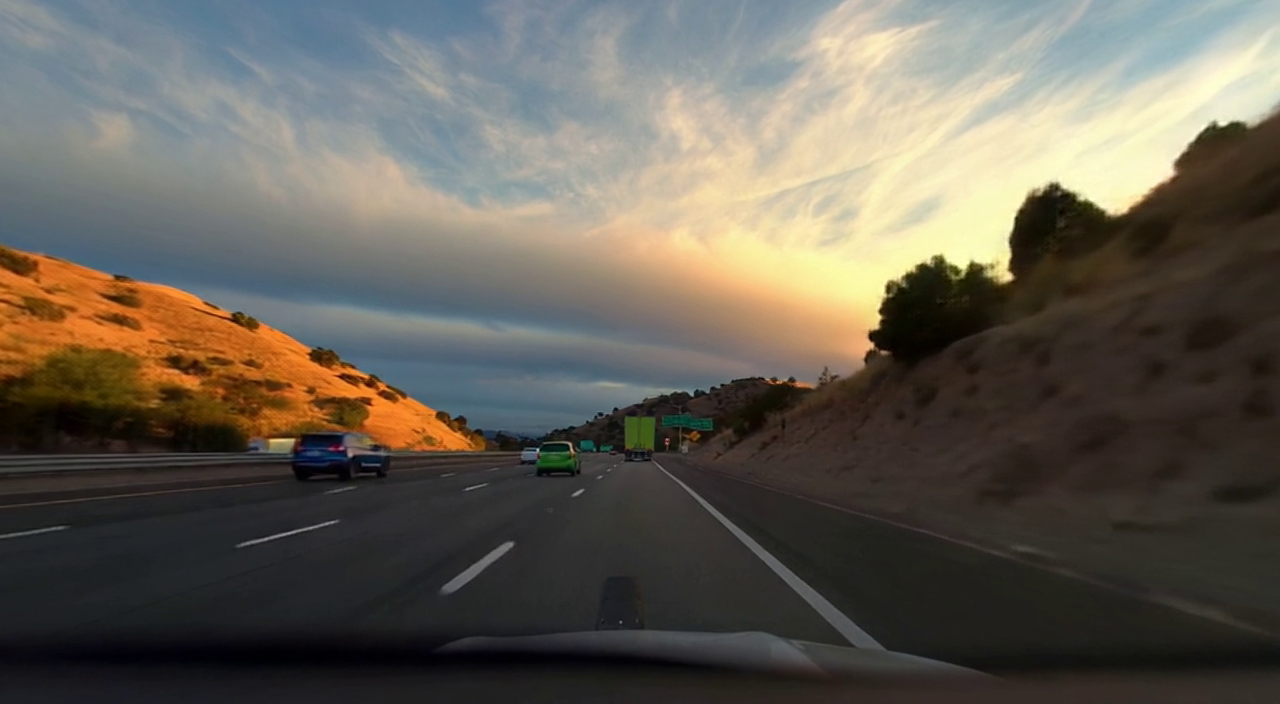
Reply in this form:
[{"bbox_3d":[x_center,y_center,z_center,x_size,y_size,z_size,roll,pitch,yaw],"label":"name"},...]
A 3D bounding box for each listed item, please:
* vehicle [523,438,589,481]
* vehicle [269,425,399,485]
[{"bbox_3d":[-3.656,4.767,28.221,2.194,1.725,4.698,0,-9,1],"label":"vehicle"},{"bbox_3d":[-10.811,3.698,22.818,2.111,1.906,5.028,0,-9,1],"label":"vehicle"}]
